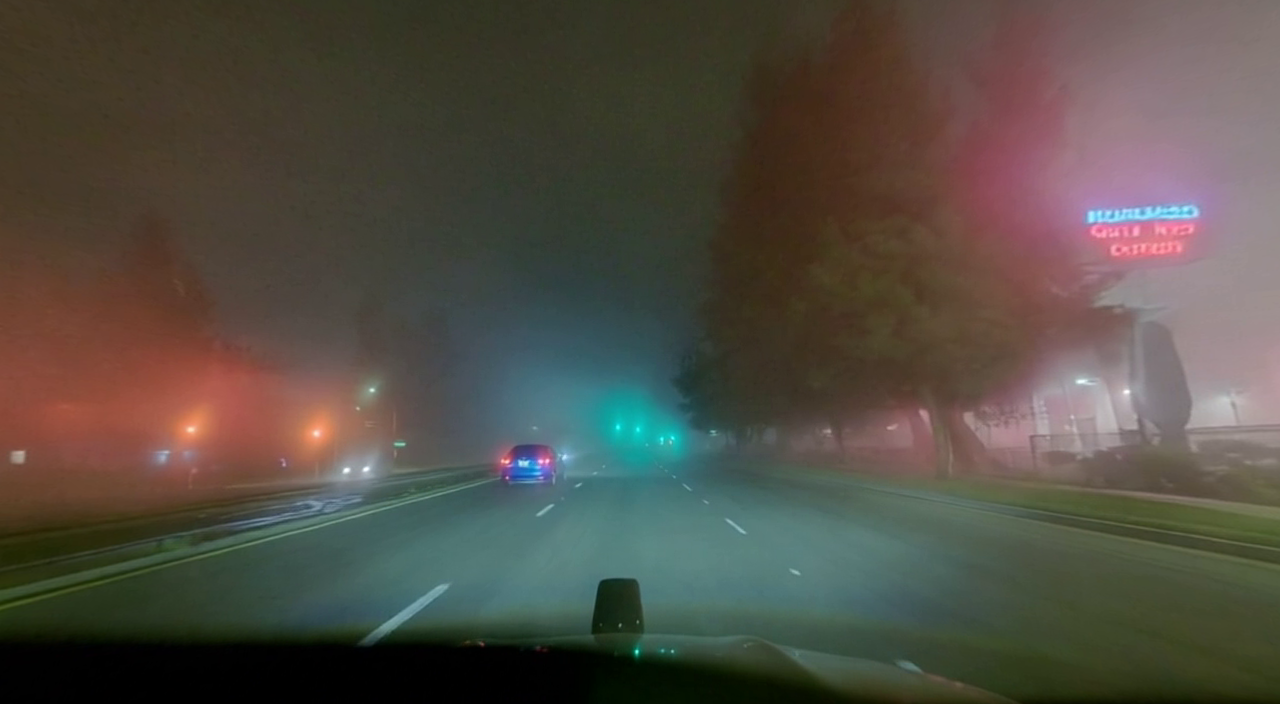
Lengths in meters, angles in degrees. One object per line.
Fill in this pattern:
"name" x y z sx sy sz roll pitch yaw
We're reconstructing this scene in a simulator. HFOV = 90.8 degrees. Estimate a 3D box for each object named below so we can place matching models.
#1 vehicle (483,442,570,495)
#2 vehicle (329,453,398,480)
"vehicle" -3.452 3.626 20.047 2.005 1.477 4.169 0 -8 0
"vehicle" -16.567 6.876 38.179 2.029 1.453 4.708 0 -8 0
